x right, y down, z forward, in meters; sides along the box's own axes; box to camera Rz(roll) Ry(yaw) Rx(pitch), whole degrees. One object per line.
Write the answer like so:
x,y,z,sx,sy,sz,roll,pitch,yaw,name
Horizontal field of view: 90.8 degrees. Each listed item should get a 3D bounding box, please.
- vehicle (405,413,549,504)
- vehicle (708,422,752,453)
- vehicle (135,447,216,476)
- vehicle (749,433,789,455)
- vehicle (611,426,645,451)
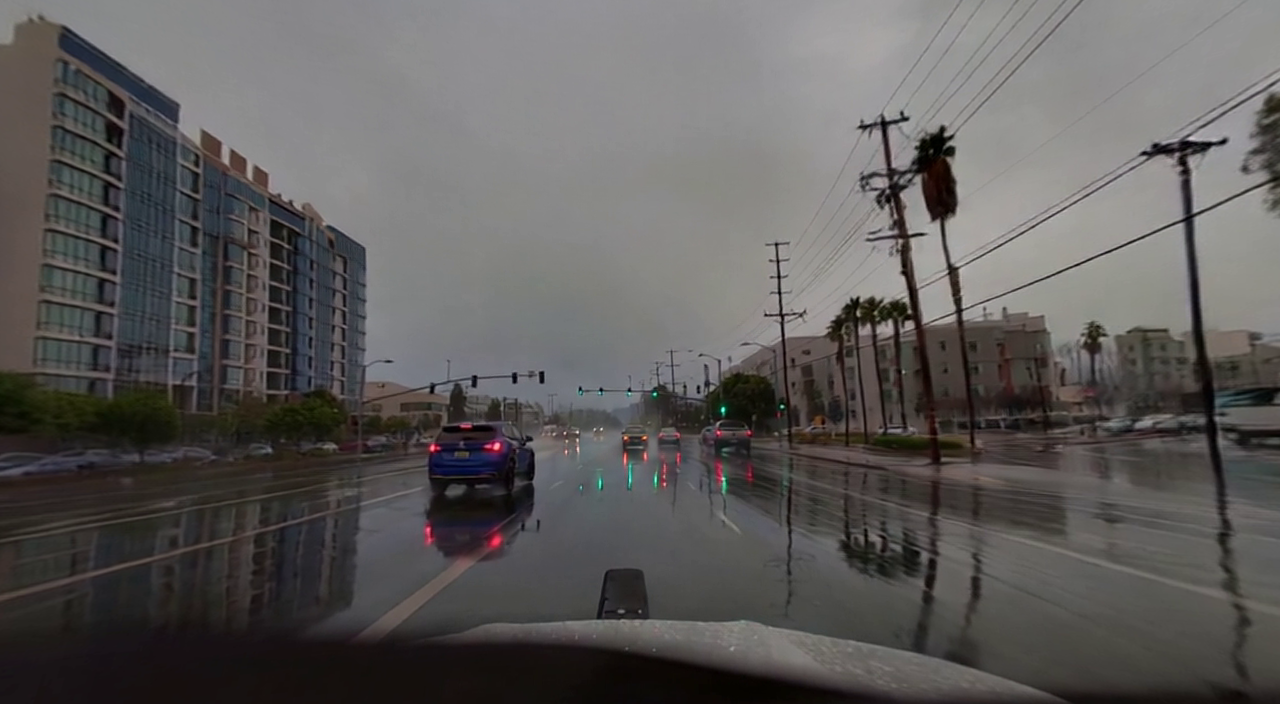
-3.501,2.409,14.611,2.136,1.779,4.417,0,-8,0,vehicle
6.074,5.864,43.211,2.130,1.979,5.310,0,-8,-1,vehicle
-28.583,6.711,39.078,1.918,1.635,4.532,1,-8,-7,vehicle
8.780,6.306,43.307,1.897,1.390,4.391,0,-8,1,vehicle
-0.906,6.153,44.717,2.302,1.681,4.217,0,-8,-2,vehicle
